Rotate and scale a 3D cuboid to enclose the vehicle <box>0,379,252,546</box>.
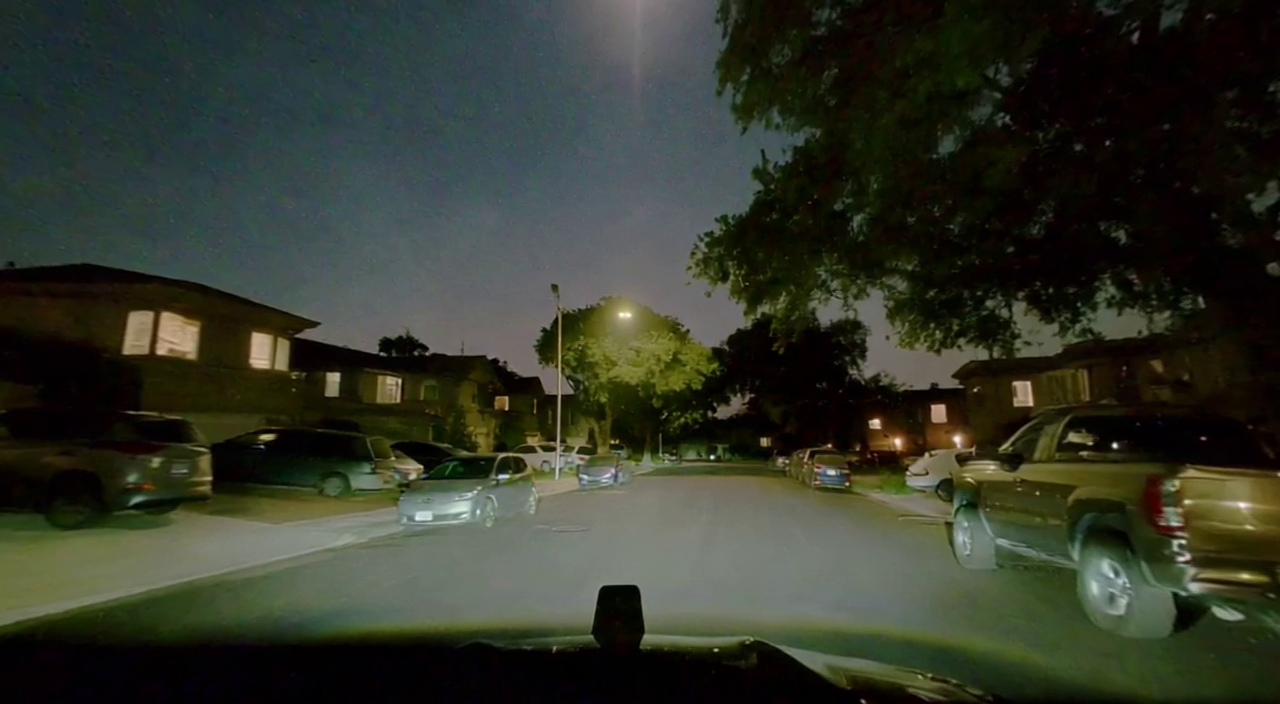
[{"bbox_3d":[-9.378,1.568,9.453,5.734,2.066,2.387,-1,-8,8],"label":"vehicle"}]

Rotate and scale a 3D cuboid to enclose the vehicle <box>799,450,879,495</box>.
[{"bbox_3d":[7.332,4.440,23.810,2.042,1.456,4.903,-1,-8,8],"label":"vehicle"}]

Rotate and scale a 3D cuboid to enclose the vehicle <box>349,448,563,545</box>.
[{"bbox_3d":[-3.204,2.612,12.265,2.189,1.421,4.659,-2,-8,9],"label":"vehicle"}]

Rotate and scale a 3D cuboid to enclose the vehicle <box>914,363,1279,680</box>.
[{"bbox_3d":[4.529,1.335,6.143,2.075,1.882,4.749,-1,-8,7],"label":"vehicle"}]

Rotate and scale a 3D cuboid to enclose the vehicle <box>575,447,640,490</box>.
[{"bbox_3d":[-1.278,4.848,26.634,1.943,1.602,4.172,-2,-8,8],"label":"vehicle"}]
